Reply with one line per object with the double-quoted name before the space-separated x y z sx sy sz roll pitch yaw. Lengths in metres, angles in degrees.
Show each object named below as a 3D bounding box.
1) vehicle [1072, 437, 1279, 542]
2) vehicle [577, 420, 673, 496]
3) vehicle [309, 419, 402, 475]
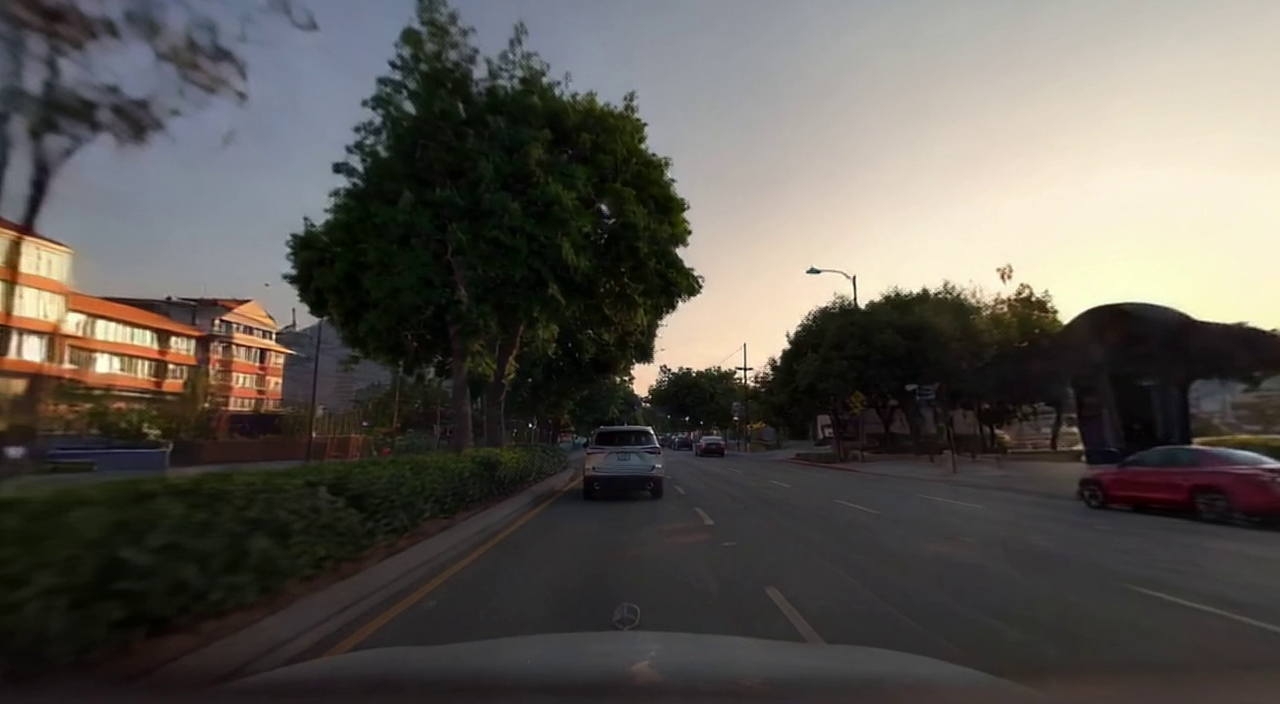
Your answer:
"vehicle" 9.698 2.265 11.095 2.002 1.456 4.631 -2 -9 15
"vehicle" -0.412 2.846 17.222 2.277 1.816 4.192 0 -9 -1
"vehicle" -19.268 6.529 43.393 2.811 3.399 7.898 1 -9 -2
